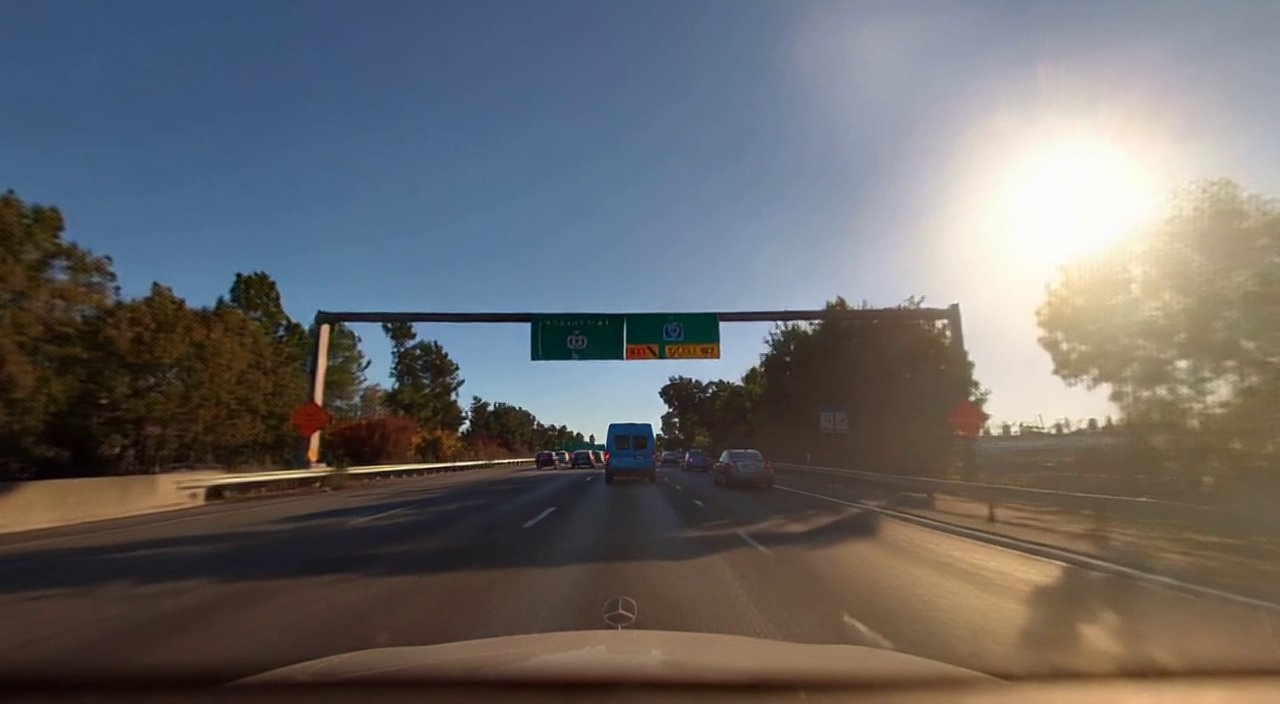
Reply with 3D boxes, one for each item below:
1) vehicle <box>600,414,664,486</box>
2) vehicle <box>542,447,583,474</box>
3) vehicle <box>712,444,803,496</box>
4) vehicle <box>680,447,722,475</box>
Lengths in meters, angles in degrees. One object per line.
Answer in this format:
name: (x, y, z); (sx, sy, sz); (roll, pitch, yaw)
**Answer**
vehicle: (-0.330, 3.924, 25.177); (2.268, 2.551, 5.144); (0, -9, -1)
vehicle: (-4.692, 6.648, 38.550); (2.003, 1.498, 4.386); (0, -9, 0)
vehicle: (3.702, 3.821, 20.695); (2.015, 1.491, 4.732); (0, -9, -1)
vehicle: (3.449, 6.206, 35.952); (1.978, 1.510, 4.462); (0, -9, 0)
